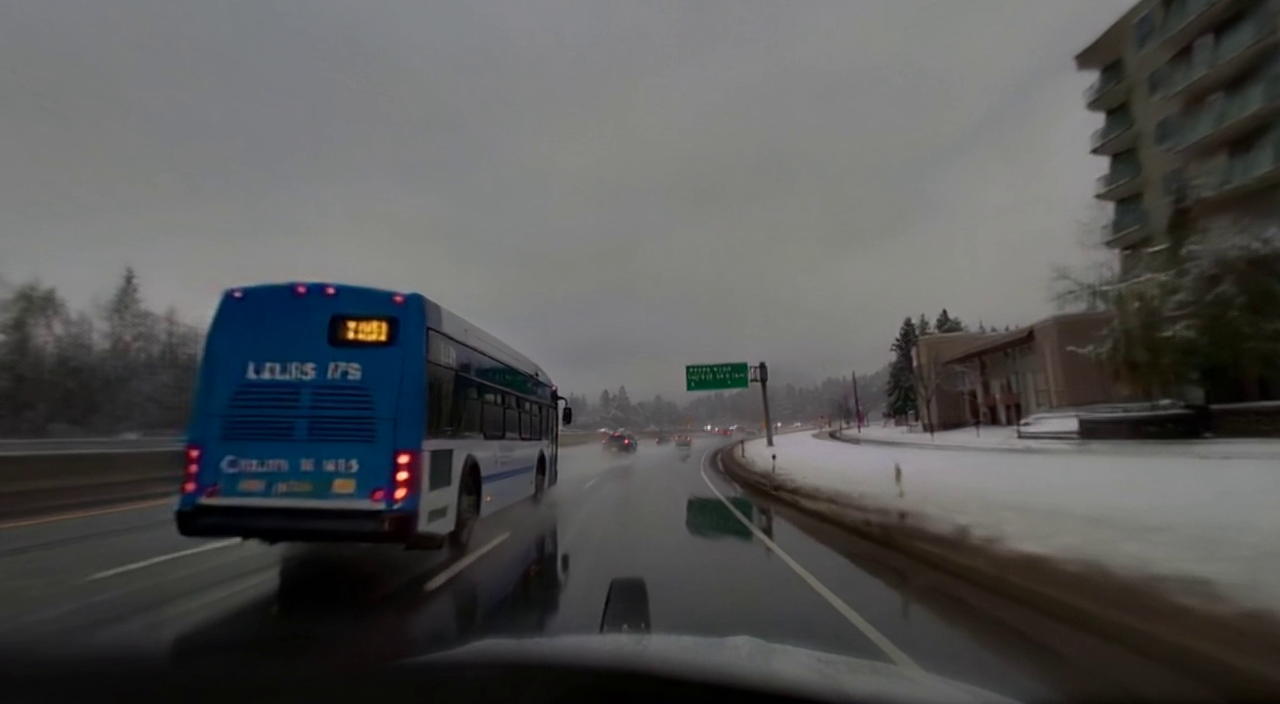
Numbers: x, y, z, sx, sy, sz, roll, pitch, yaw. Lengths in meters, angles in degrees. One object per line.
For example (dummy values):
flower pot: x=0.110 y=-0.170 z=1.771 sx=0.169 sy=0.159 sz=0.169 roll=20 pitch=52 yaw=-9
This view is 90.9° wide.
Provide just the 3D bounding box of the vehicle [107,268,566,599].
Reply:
vehicle: x=-3.180 y=1.298 z=9.876 sx=2.888 sy=2.944 sz=8.373 roll=-1 pitch=-8 yaw=1

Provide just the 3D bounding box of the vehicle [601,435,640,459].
vehicle: x=-1.248 y=6.392 z=42.376 sx=1.928 sy=1.455 sz=4.361 roll=-1 pitch=-9 yaw=7
